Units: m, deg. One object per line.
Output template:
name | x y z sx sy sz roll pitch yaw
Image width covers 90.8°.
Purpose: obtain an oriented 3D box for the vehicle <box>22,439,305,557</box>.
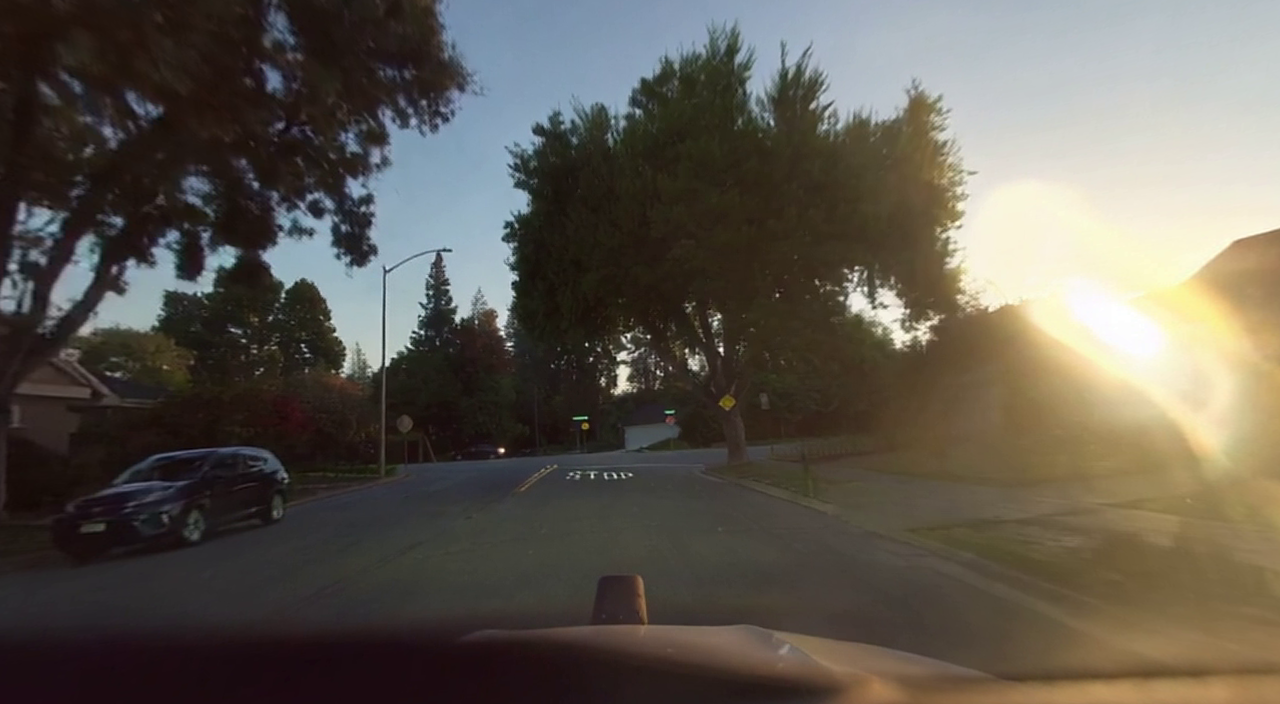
vehicle | -7.989 2.404 11.282 1.994 1.656 4.334 1 -8 -6
